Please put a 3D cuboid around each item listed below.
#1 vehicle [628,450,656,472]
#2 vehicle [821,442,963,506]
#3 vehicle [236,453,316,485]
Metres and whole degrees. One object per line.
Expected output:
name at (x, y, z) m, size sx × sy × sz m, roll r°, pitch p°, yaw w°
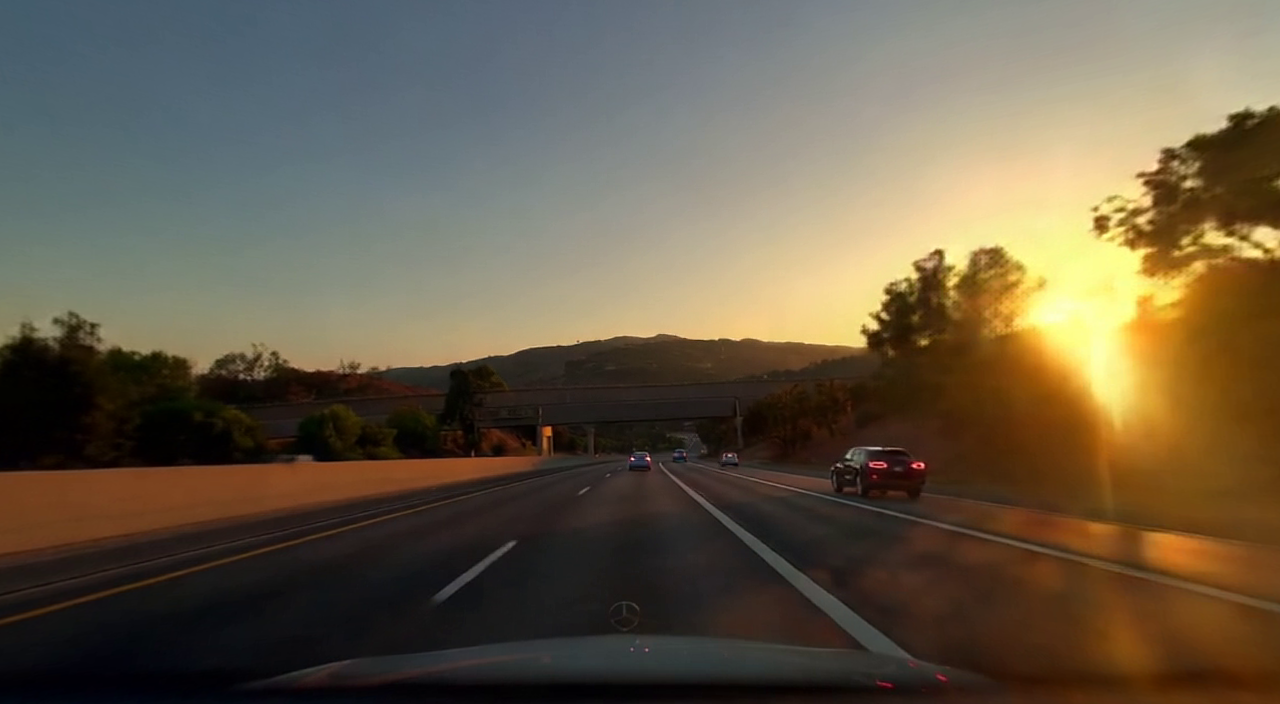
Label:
vehicle at (0.179, 7.989, 46.273) m, size 2.025 × 1.526 × 4.181 m, roll 0°, pitch -9°, yaw 1°
vehicle at (6.812, 3.341, 17.603) m, size 2.008 × 1.533 × 4.592 m, roll 0°, pitch -9°, yaw -1°
vehicle at (-19.067, 6.113, 33.015) m, size 1.785 × 1.507 × 3.920 m, roll 0°, pitch -9°, yaw 1°
